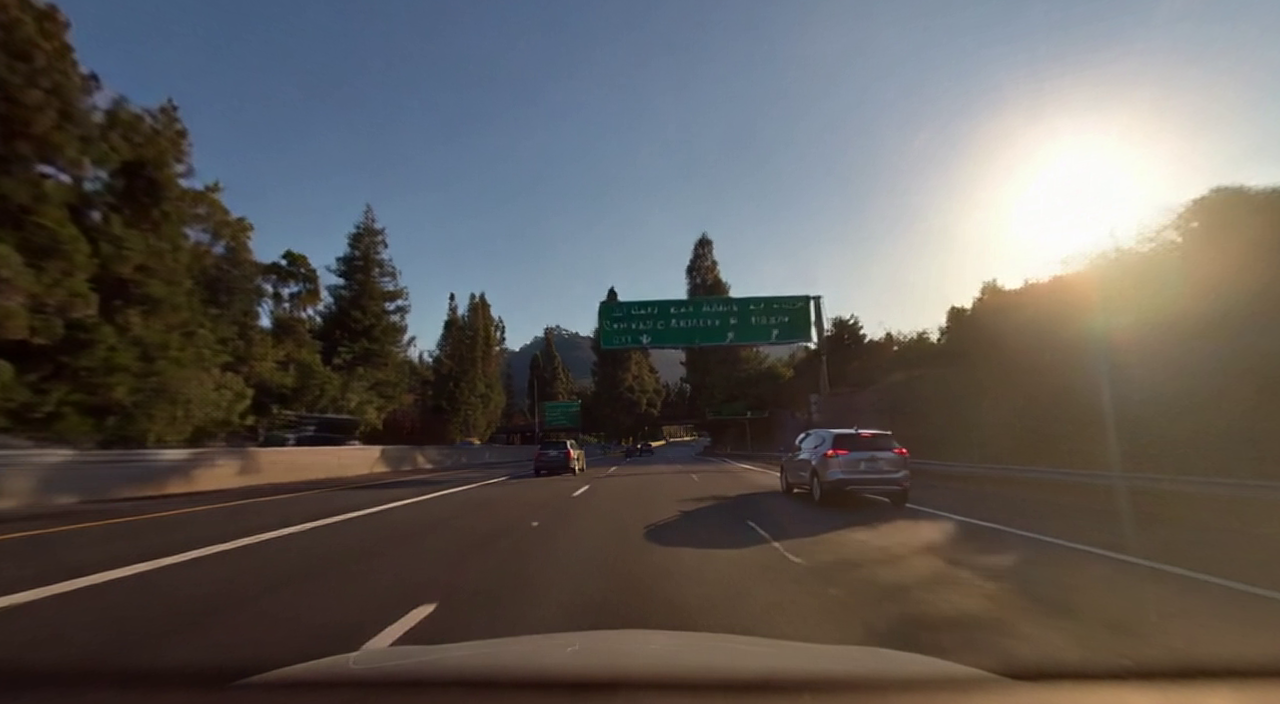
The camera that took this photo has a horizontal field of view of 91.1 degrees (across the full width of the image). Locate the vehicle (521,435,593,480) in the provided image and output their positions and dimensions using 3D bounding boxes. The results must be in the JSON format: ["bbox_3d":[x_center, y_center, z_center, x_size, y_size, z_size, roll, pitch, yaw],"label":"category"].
[{"bbox_3d":[-3.159,4.130,24.825,2.166,1.608,4.297,0,-8,2],"label":"vehicle"}]

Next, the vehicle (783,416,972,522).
[{"bbox_3d":[4.562,2.323,12.993,2.149,1.796,4.487,0,-8,0],"label":"vehicle"}]
